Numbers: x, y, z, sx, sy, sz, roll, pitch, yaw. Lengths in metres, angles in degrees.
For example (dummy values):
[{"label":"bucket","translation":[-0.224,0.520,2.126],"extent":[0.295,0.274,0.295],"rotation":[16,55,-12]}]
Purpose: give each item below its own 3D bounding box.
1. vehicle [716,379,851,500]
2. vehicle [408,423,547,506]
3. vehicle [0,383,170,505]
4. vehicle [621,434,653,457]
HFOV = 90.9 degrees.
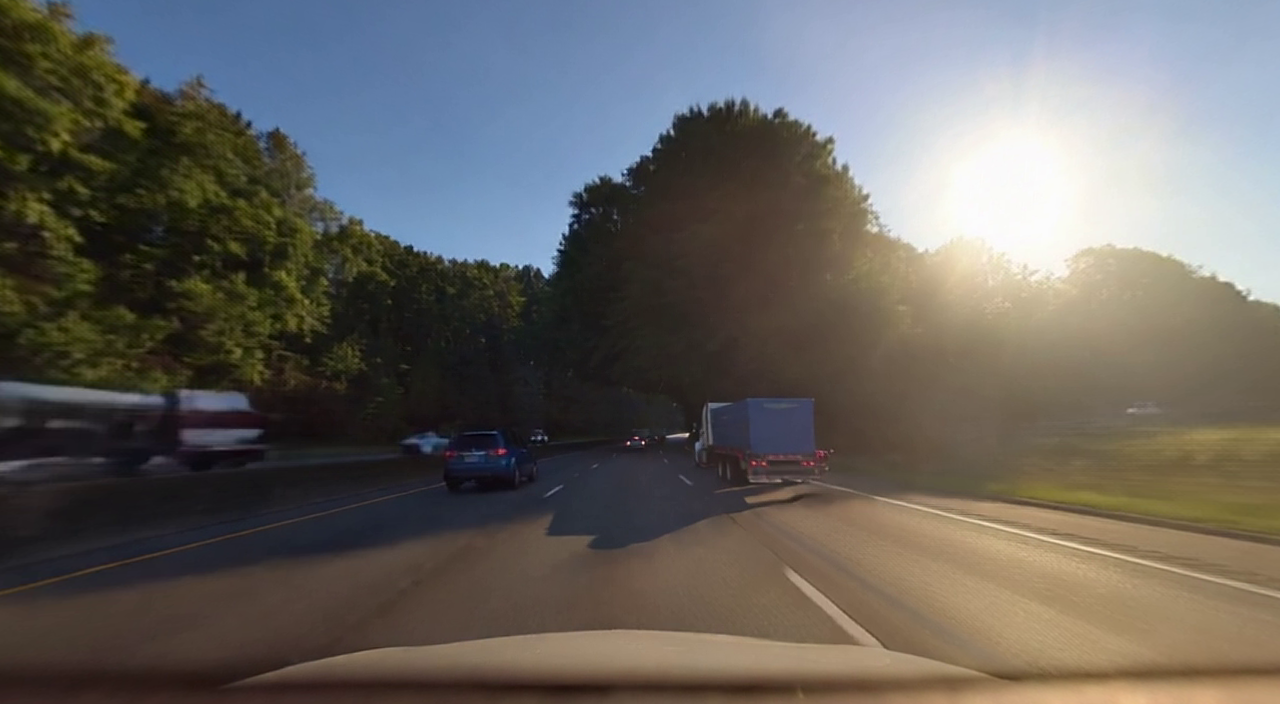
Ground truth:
[{"label":"vehicle","translation":[3.298,2.127,15.482],"extent":[2.256,2.568,4.049],"rotation":[0,-8,-1]},{"label":"vehicle","translation":[-3.428,2.440,14.220],"extent":[2.008,1.588,4.147],"rotation":[0,-8,0]},{"label":"vehicle","translation":[-14.364,2.070,14.225],"extent":[2.279,2.504,6.738],"rotation":[0,-8,0]},{"label":"vehicle","translation":[-0.195,6.791,45.908],"extent":[2.195,1.529,4.572],"rotation":[0,-8,1]}]
